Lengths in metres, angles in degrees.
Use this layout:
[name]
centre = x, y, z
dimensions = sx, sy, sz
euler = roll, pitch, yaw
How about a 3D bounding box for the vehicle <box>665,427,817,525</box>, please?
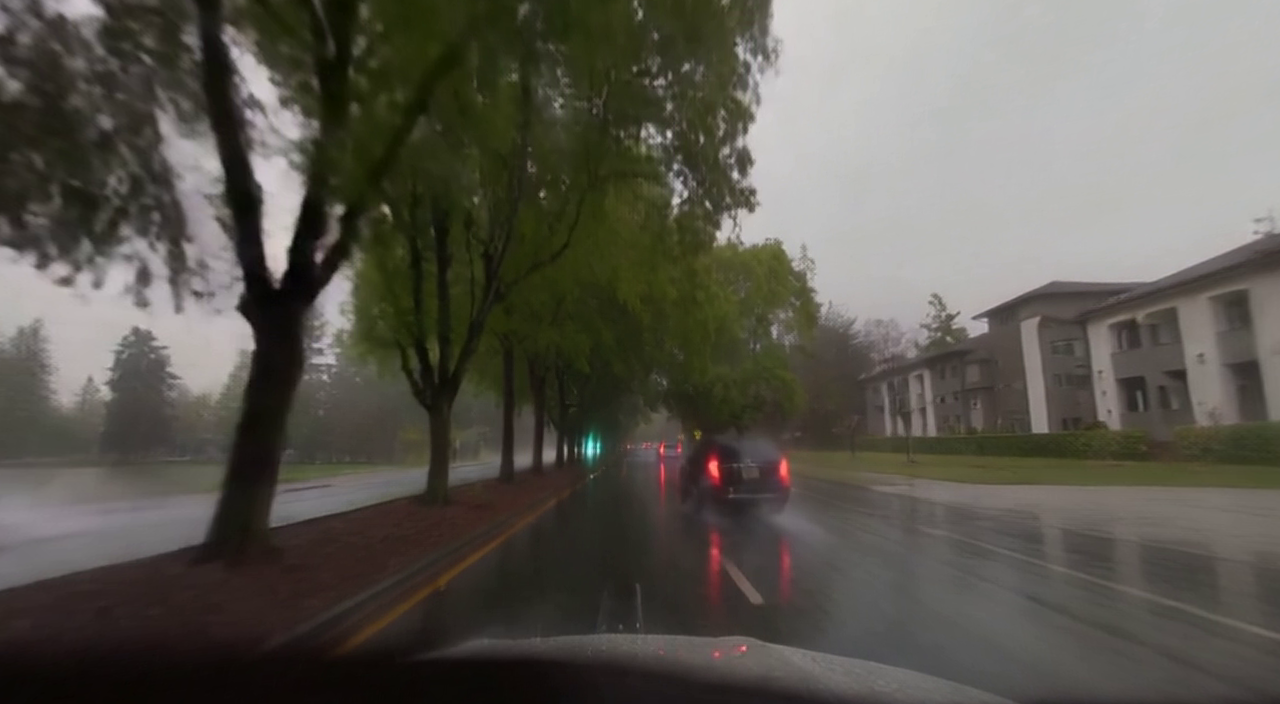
[vehicle]
centre = 1.776, 2.396, 12.761
dimensions = 2.066, 1.603, 4.475
euler = 1, -9, -4
